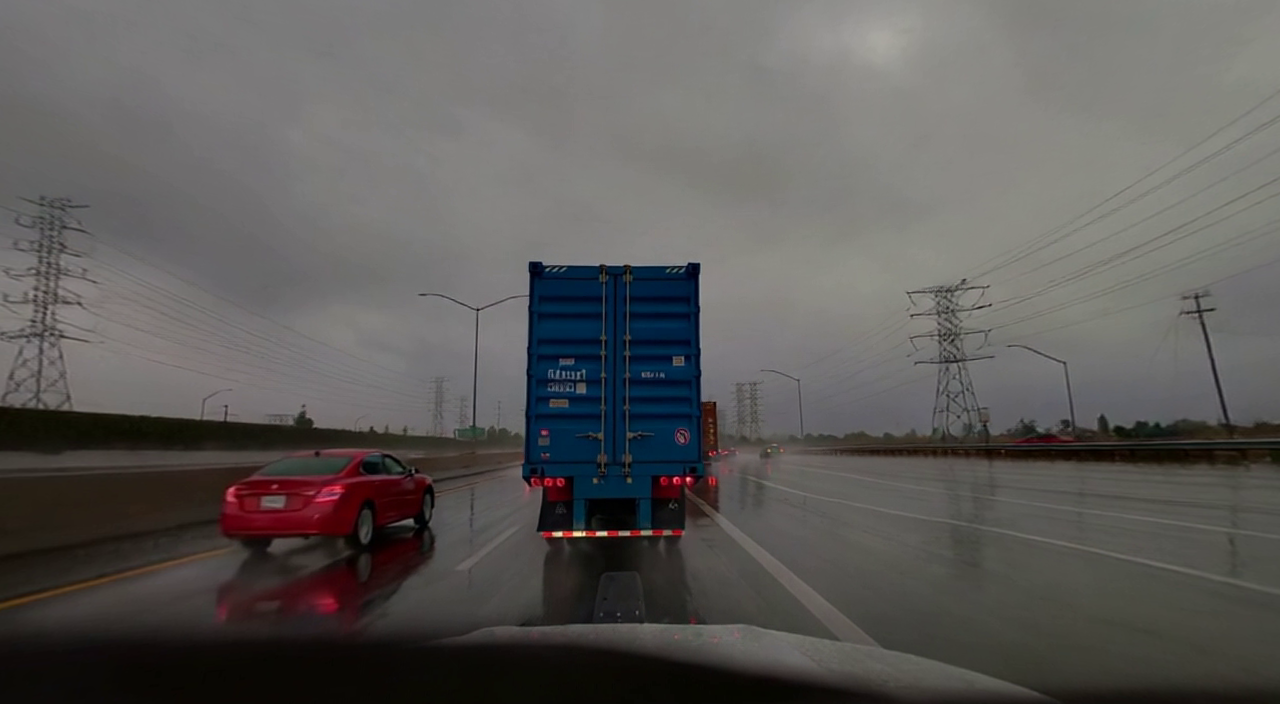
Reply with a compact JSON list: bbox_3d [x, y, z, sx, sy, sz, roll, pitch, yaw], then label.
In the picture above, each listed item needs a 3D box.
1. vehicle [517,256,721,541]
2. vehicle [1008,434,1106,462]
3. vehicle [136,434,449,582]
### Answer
[{"bbox_3d":[-0.263,1.485,15.051,2.841,4.071,12.046,-1,-8,0],"label":"vehicle"},{"bbox_3d":[25.750,5.960,39.241,1.932,1.594,4.579,5,-10,-31],"label":"vehicle"},{"bbox_3d":[-4.219,1.928,8.673,1.912,1.485,4.218,0,-9,0],"label":"vehicle"}]
